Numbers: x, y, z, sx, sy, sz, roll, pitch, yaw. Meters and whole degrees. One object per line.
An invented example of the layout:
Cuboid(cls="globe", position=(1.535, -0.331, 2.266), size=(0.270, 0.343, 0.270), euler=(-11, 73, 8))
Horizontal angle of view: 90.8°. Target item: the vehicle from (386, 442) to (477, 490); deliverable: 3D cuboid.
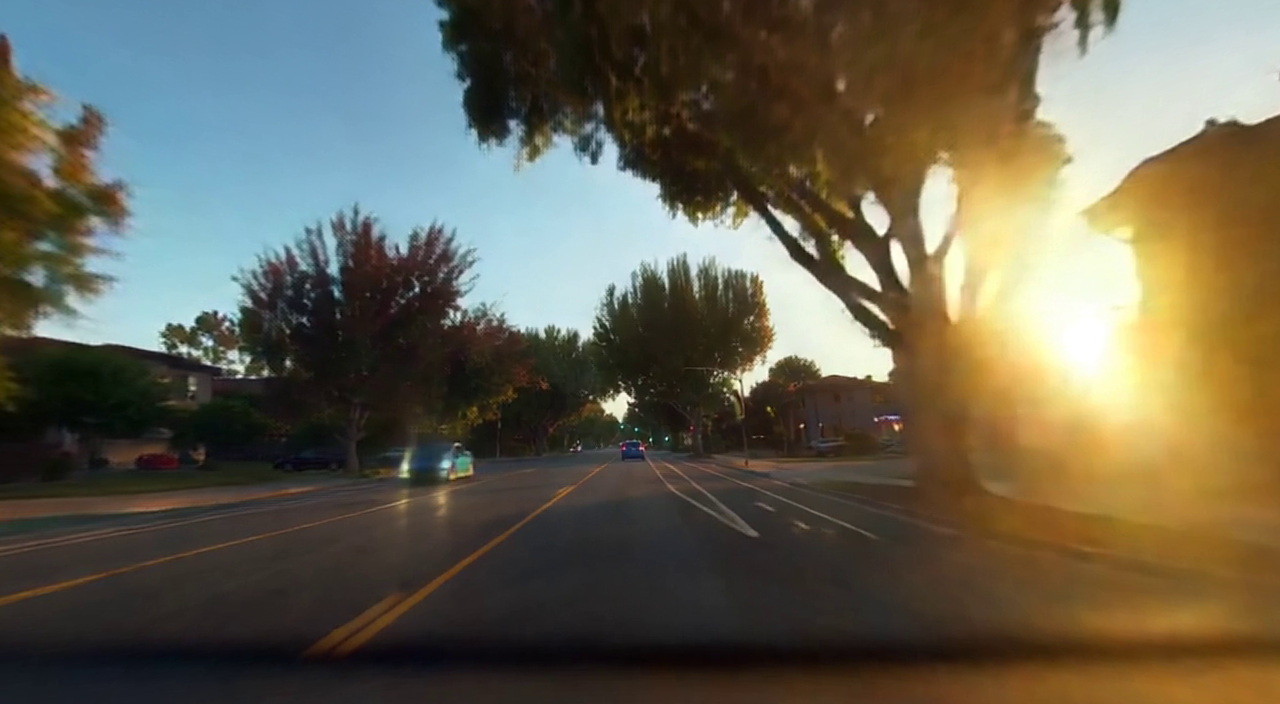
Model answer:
Cuboid(cls="vehicle", position=(-7.405, 4.059, 22.873), size=(1.967, 1.571, 3.853), euler=(0, -8, 0))

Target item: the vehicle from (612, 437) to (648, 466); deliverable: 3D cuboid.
Cuboid(cls="vehicle", position=(-0.703, 6.560, 41.901), size=(2.230, 1.827, 4.298), euler=(0, -8, -2))
